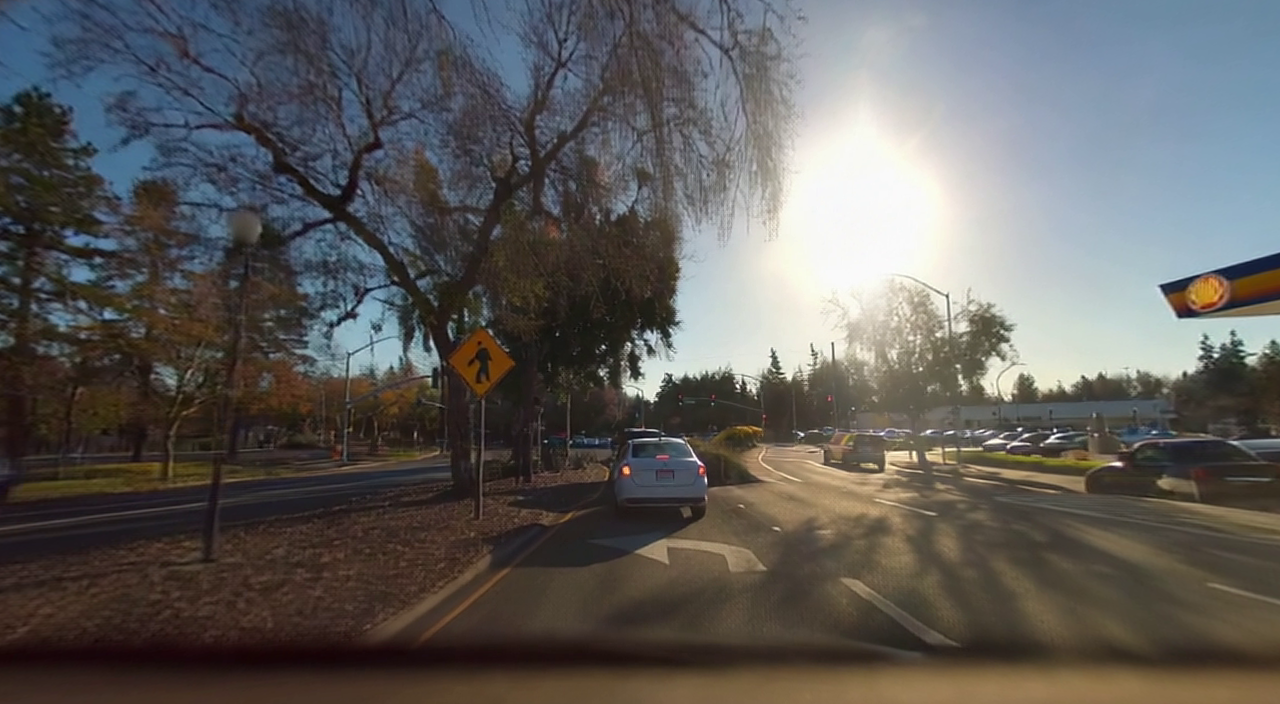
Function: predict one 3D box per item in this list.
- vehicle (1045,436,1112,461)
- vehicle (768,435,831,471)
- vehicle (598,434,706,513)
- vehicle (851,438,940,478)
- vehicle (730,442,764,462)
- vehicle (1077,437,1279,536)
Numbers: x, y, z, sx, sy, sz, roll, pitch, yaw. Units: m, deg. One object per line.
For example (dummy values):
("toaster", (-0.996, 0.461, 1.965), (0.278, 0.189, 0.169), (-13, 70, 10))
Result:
("vehicle", (29.358, 6.473, 42.333), (1.914, 1.563, 3.672), (0, -9, 2))
("vehicle", (8.019, 5.135, 32.146), (1.991, 1.695, 4.357), (0, -9, -1))
("vehicle", (0.209, 2.623, 14.073), (2.032, 1.461, 4.173), (0, -9, -1))
("vehicle", (10.919, 4.563, 27.355), (1.976, 1.584, 4.516), (0, -9, 1))
("vehicle", (7.658, 7.198, 45.432), (1.716, 1.400, 3.921), (0, -9, 0))
("vehicle", (10.682, 2.360, 11.671), (1.880, 1.472, 4.694), (0, -9, 1))
